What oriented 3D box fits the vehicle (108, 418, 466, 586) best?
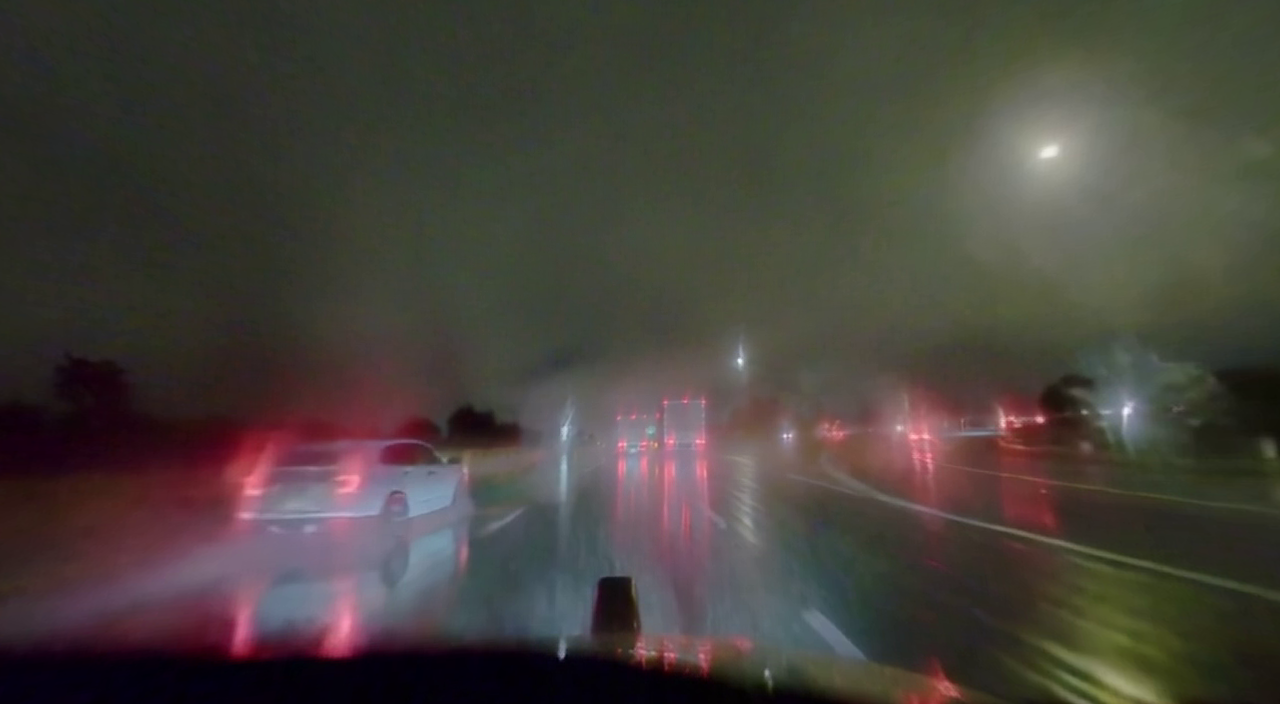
[{"bbox_3d":[-3.895,1.710,8.073,2.111,1.536,4.270,0,-8,0],"label":"vehicle"}]
